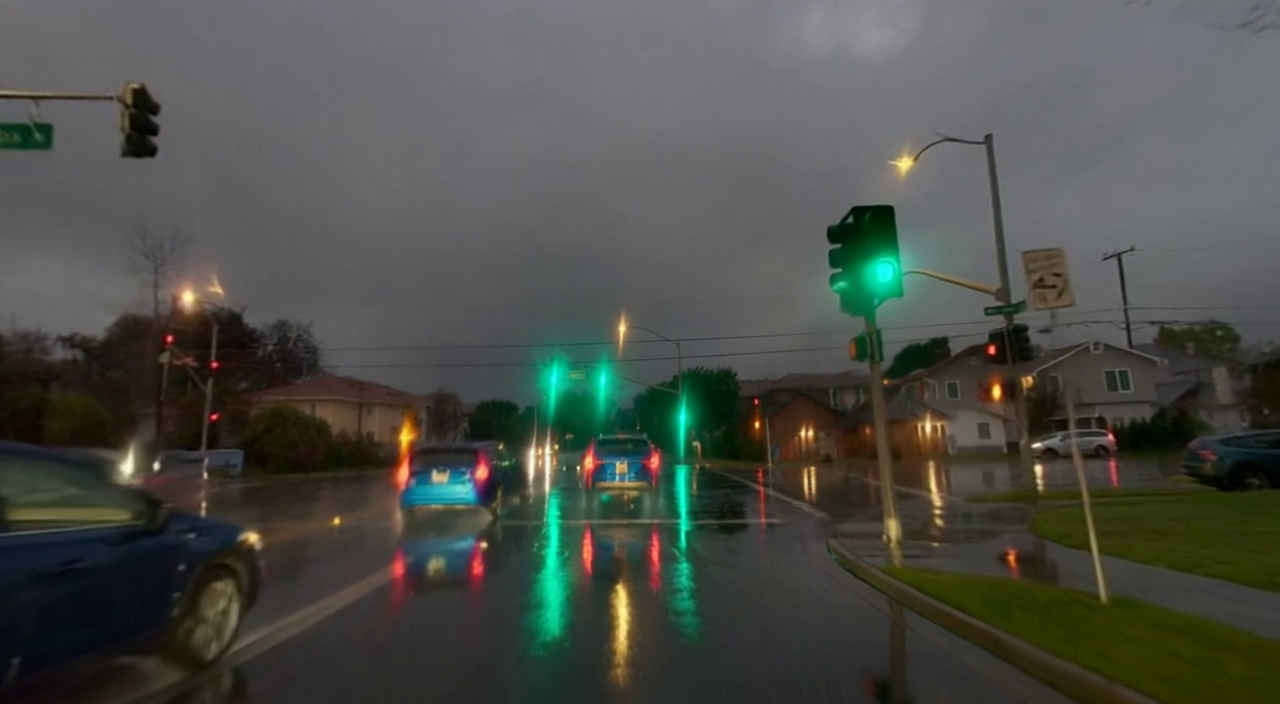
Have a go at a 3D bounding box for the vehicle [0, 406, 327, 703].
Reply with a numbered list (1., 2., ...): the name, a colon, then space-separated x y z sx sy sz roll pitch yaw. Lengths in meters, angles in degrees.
1. vehicle: -3.424 0.968 2.461 1.977 1.488 4.741 0 -8 0

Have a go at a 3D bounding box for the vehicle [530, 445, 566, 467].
1. vehicle: -7.064 8.043 49.014 2.069 1.651 4.431 0 -8 1

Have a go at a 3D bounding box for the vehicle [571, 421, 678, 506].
1. vehicle: -0.375 2.854 16.552 2.396 1.881 4.606 0 -8 -1

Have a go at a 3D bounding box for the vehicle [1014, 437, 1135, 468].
1. vehicle: 20.966 4.877 30.657 4.353 1.431 1.876 -2 -9 13

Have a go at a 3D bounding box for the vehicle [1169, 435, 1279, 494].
1. vehicle: 17.013 2.868 16.272 4.715 1.439 1.874 -2 -9 13

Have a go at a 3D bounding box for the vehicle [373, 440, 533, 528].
1. vehicle: -3.528 2.542 12.859 1.934 1.459 4.368 0 -8 0
